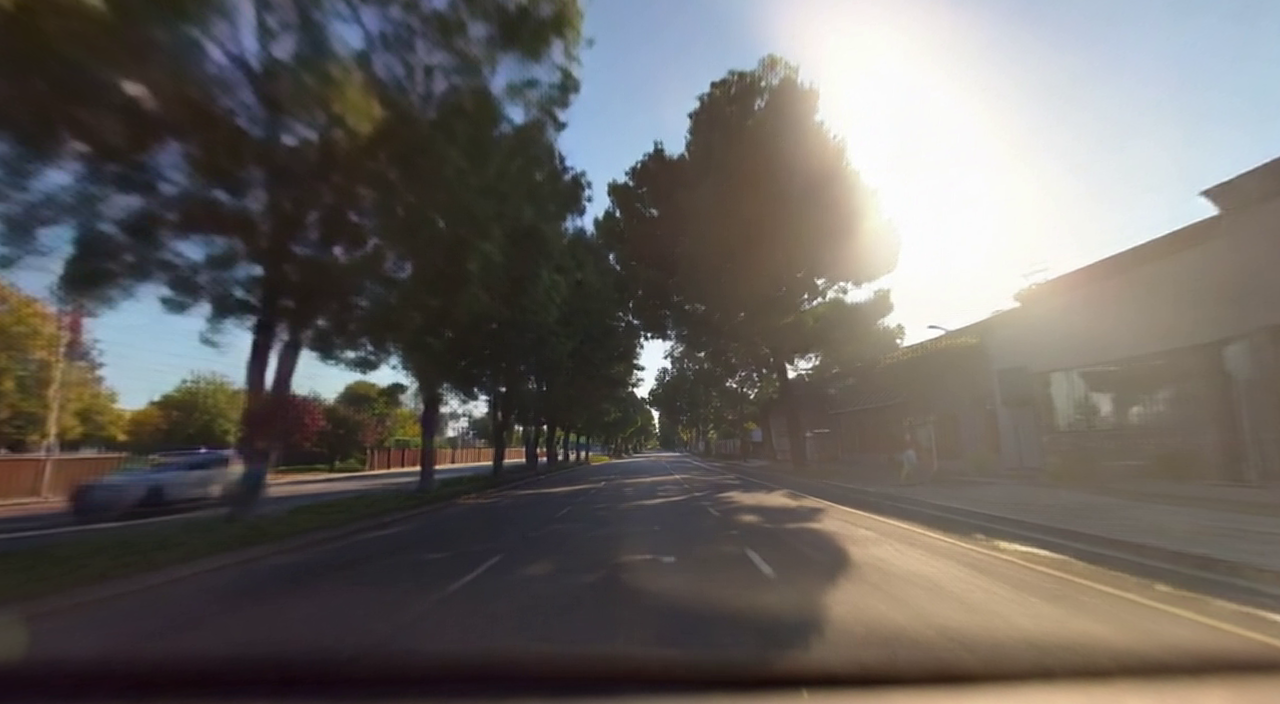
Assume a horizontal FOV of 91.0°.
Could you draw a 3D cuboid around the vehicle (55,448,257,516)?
[{"bbox_3d":[-13.415,3.582,17.932,2.094,1.638,4.477,-1,-9,2],"label":"vehicle"}]
